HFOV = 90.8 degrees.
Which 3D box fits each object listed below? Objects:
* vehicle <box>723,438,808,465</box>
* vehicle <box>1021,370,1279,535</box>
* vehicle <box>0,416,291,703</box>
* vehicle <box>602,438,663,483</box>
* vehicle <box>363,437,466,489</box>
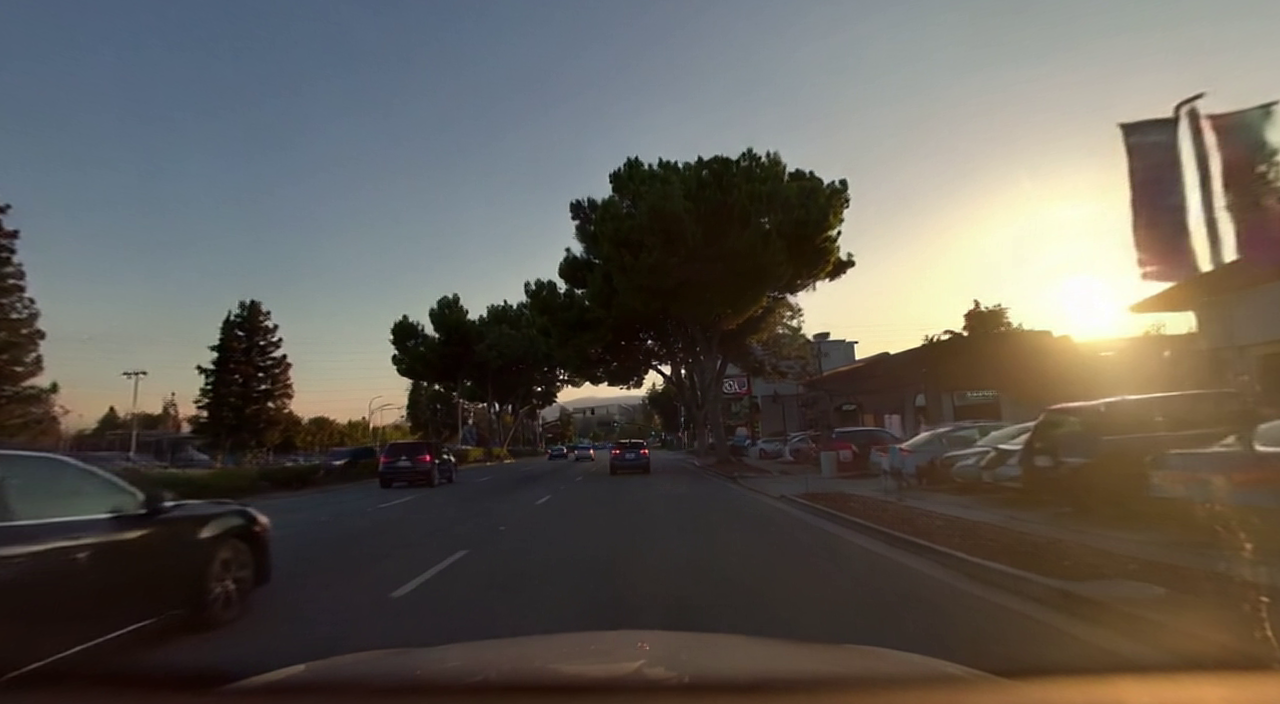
[{"bbox_3d":[7.386,5.907,37.558,4.619,1.523,1.873,0,-8,-1],"label":"vehicle"},{"bbox_3d":[8.924,1.319,9.160,5.634,1.895,2.223,-1,-9,-13],"label":"vehicle"},{"bbox_3d":[-3.993,1.042,3.000,1.973,1.456,4.850,0,-9,-1],"label":"vehicle"},{"bbox_3d":[-0.300,3.956,23.285,2.061,1.469,3.954,0,-9,-2],"label":"vehicle"},{"bbox_3d":[-7.931,3.931,22.766,2.038,1.649,4.665,0,-9,-1],"label":"vehicle"}]
